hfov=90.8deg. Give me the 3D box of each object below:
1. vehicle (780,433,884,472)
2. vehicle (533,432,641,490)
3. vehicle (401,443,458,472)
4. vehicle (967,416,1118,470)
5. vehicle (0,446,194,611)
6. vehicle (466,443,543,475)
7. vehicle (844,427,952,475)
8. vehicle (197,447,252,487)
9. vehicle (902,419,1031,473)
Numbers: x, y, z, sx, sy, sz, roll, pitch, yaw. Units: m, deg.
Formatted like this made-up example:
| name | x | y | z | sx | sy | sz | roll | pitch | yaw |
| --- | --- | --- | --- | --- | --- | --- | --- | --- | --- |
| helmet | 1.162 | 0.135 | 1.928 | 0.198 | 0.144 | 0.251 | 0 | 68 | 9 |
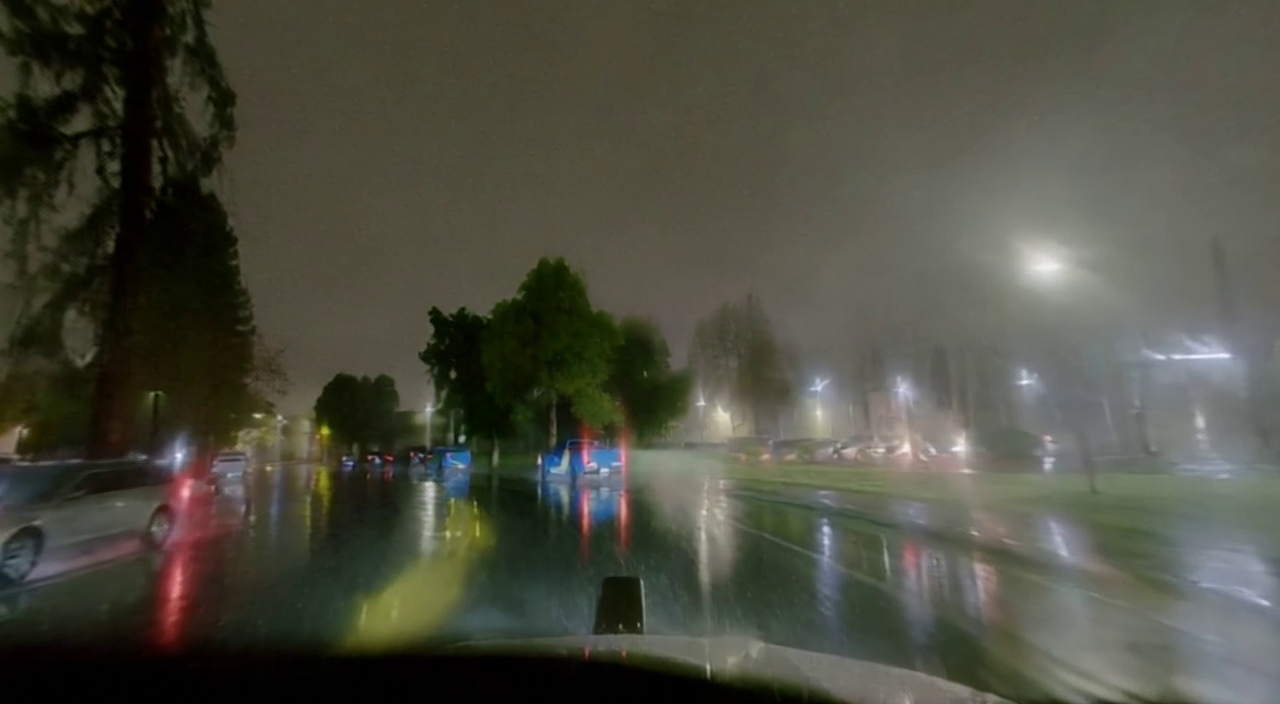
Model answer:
| name | x | y | z | sx | sy | sz | roll | pitch | yaw |
| --- | --- | --- | --- | --- | --- | --- | --- | --- | --- |
| vehicle | 8.213 | 4.256 | 26.885 | 4.225 | 1.517 | 2.036 | 6 | -11 | -36 |
| vehicle | -2.184 | 4.056 | 24.260 | 2.042 | 1.817 | 5.202 | 4 | -7 | -30 |
| vehicle | -14.022 | 6.951 | 41.867 | 2.055 | 1.731 | 4.686 | 6 | -11 | -37 |
| vehicle | 13.298 | 3.003 | 20.777 | 5.110 | 1.570 | 2.206 | 6 | -10 | -34 |
| vehicle | -8.436 | 2.244 | 8.512 | 2.206 | 1.537 | 4.946 | -2 | -5 | -13 |
| vehicle | -7.125 | 5.513 | 32.830 | 2.053 | 1.519 | 4.611 | 6 | -11 | -37 |
| vehicle | 10.293 | 3.903 | 25.102 | 4.243 | 1.470 | 2.010 | 1 | -9 | -38 |
| vehicle | -23.223 | 6.331 | 35.195 | 2.154 | 1.870 | 5.118 | 3 | -8 | -37 |
| vehicle | 11.804 | 3.333 | 22.822 | 4.372 | 1.723 | 2.229 | 4 | -9 | -34 |
